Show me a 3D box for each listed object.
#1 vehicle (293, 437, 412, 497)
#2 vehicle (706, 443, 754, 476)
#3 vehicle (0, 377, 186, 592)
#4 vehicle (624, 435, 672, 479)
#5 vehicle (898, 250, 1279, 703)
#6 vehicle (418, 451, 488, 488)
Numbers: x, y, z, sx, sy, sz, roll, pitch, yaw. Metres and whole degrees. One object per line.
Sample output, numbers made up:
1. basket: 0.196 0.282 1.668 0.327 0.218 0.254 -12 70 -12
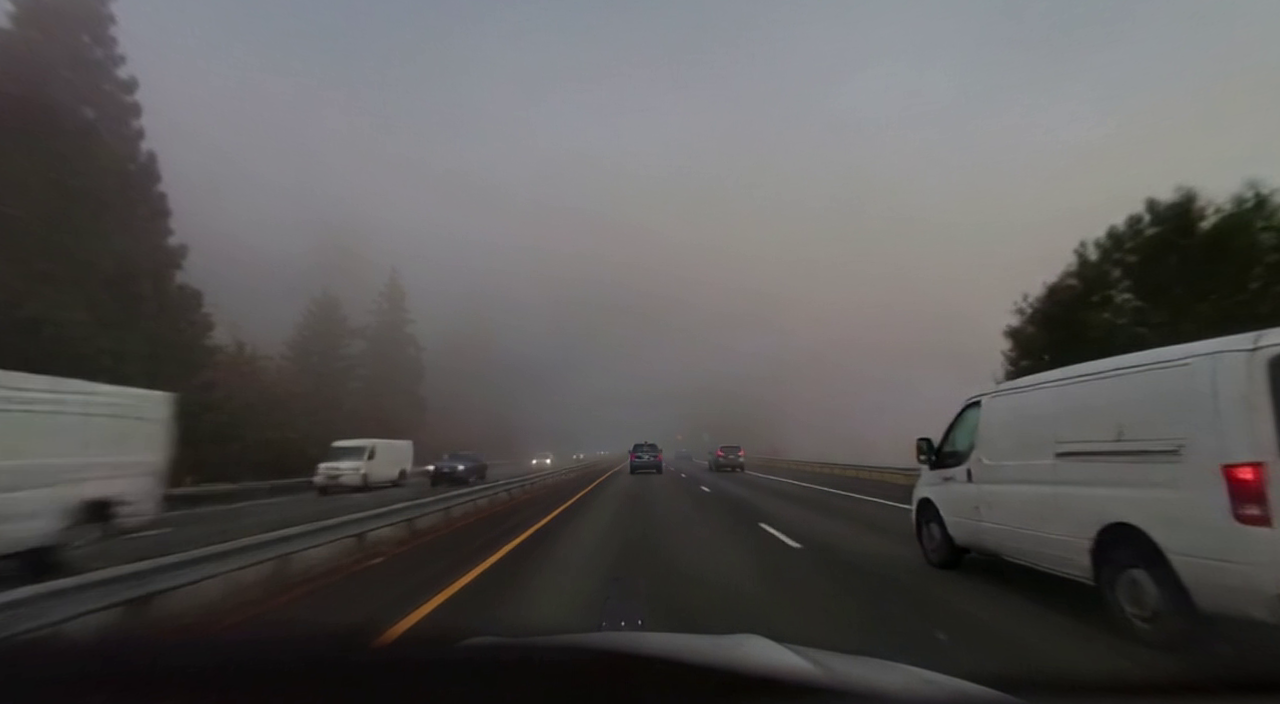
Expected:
1. vehicle: -12.937 5.186 29.048 2.393 2.423 6.696 0 -9 -1
2. vehicle: 4.572 5.509 32.463 1.868 1.566 3.509 0 -9 -2
3. vehicle: -8.680 1.593 7.603 2.171 2.512 5.597 0 -9 0
4. vehicle: 0.372 5.027 30.299 2.143 1.925 4.101 0 -9 0
5. vehicle: 4.171 0.948 4.891 2.232 2.290 4.720 0 -9 -1
6. vehicle: -8.530 5.363 29.146 1.994 1.555 4.076 0 -9 0
